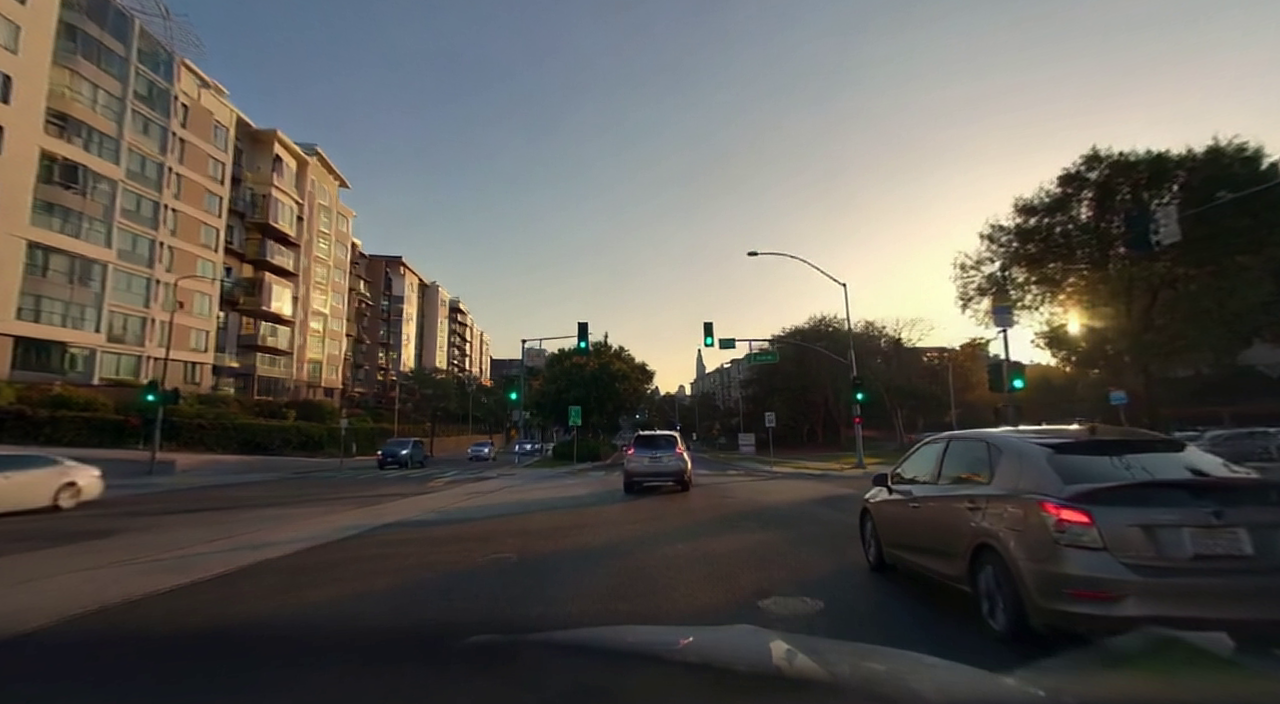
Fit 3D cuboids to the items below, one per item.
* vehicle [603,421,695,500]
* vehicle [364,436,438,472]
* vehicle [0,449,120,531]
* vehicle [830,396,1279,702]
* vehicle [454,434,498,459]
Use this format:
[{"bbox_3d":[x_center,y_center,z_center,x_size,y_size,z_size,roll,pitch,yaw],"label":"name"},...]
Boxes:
[{"bbox_3d":[0.329,2.989,17.894,2.206,1.858,5.332,-1,-8,3],"label":"vehicle"},{"bbox_3d":[-12.725,5.448,34.045,1.964,1.712,5.236,0,-8,0],"label":"vehicle"},{"bbox_3d":[-13.007,2.685,12.336,1.943,1.487,4.472,0,-8,-1],"label":"vehicle"},{"bbox_3d":[3.264,1.342,5.500,1.906,1.608,4.137,0,-8,0],"label":"vehicle"},{"bbox_3d":[-12.677,7.334,49.186,2.076,1.836,4.847,0,-8,1],"label":"vehicle"}]
